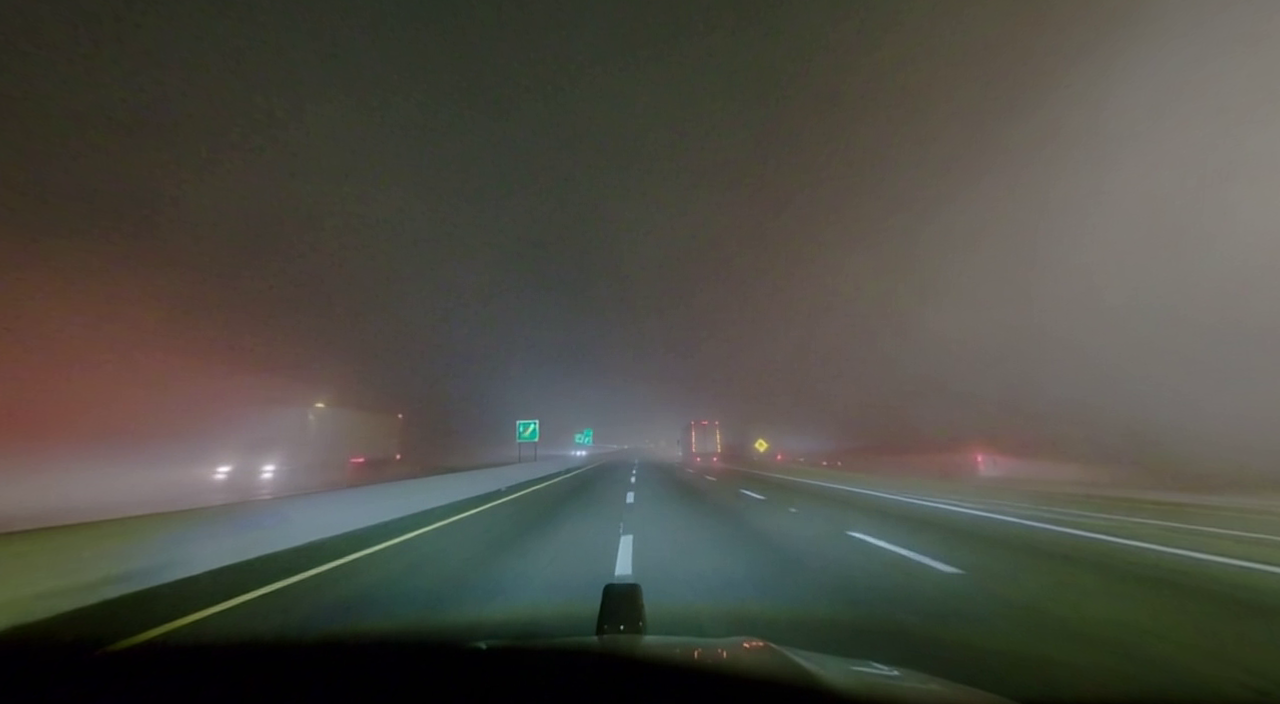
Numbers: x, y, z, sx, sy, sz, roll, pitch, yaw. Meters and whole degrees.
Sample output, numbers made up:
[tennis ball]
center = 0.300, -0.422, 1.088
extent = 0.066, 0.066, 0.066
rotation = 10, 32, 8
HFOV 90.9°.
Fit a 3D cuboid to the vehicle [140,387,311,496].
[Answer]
[vehicle]
center = -17.092, 3.784, 26.626
extent = 2.941, 4.060, 5.864
rotation = 0, -9, 0
